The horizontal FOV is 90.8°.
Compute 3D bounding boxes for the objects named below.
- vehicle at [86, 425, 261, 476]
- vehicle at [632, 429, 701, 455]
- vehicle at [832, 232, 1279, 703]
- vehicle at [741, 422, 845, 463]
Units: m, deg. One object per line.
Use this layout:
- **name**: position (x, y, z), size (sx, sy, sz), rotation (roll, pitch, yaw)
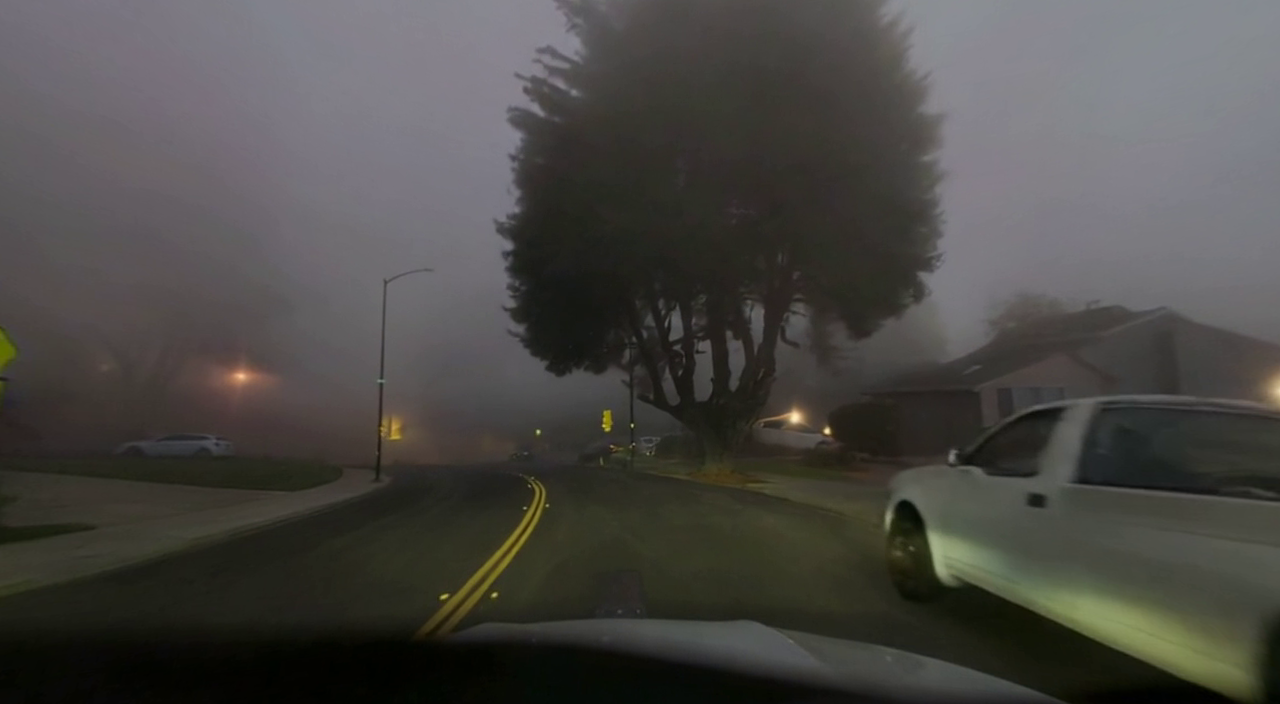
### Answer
- **vehicle**: position (-16.251, 3.447, 22.280), size (4.464, 1.681, 1.906), rotation (1, -8, -11)
- **vehicle**: position (1.901, 6.444, 45.237), size (4.583, 1.710, 1.858), rotation (2, -9, -20)
- **vehicle**: position (2.959, 0.738, 3.053), size (2.180, 1.849, 5.423), rotation (0, -8, -2)
- **vehicle**: position (7.355, 4.349, 30.517), size (4.416, 1.855, 2.060), rotation (2, -9, -19)
